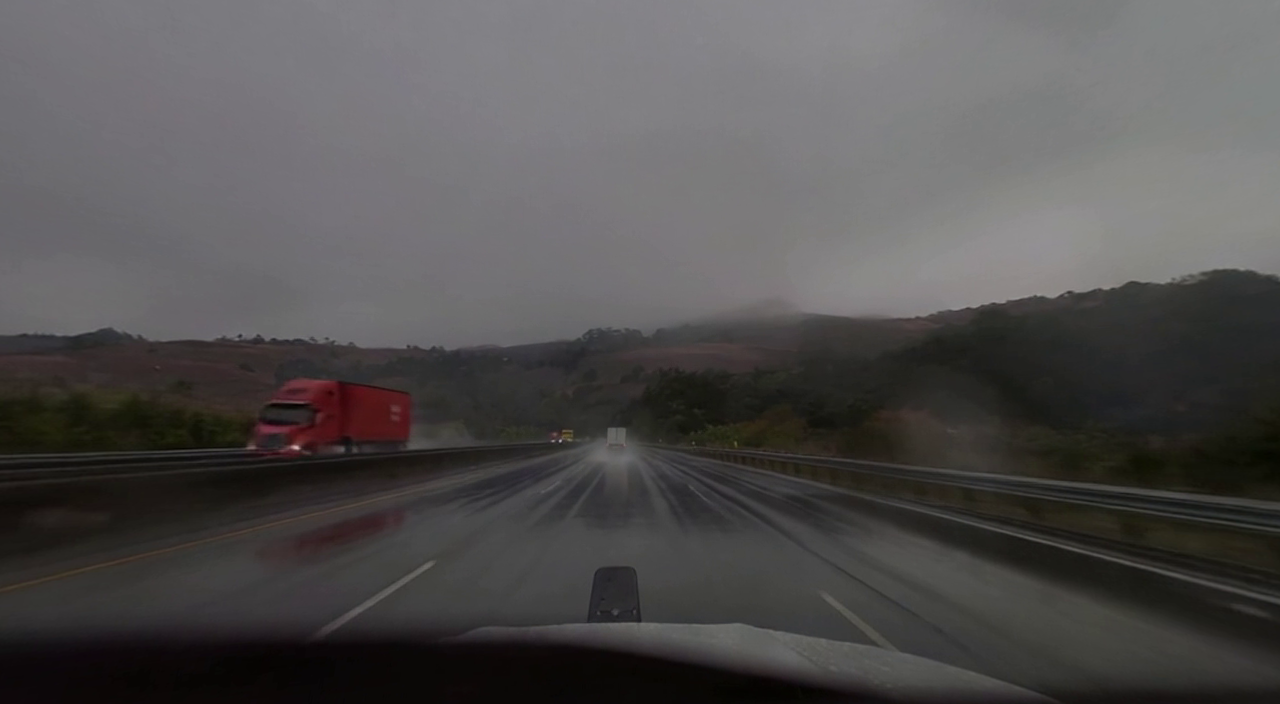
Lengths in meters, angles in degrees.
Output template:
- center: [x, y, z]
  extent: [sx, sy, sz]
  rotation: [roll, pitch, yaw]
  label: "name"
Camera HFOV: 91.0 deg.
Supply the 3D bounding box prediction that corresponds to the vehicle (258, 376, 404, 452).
- center: [-17.377, 3.901, 36.894]
  extent: [2.822, 3.677, 12.266]
  rotation: [0, -8, -2]
  label: "vehicle"
